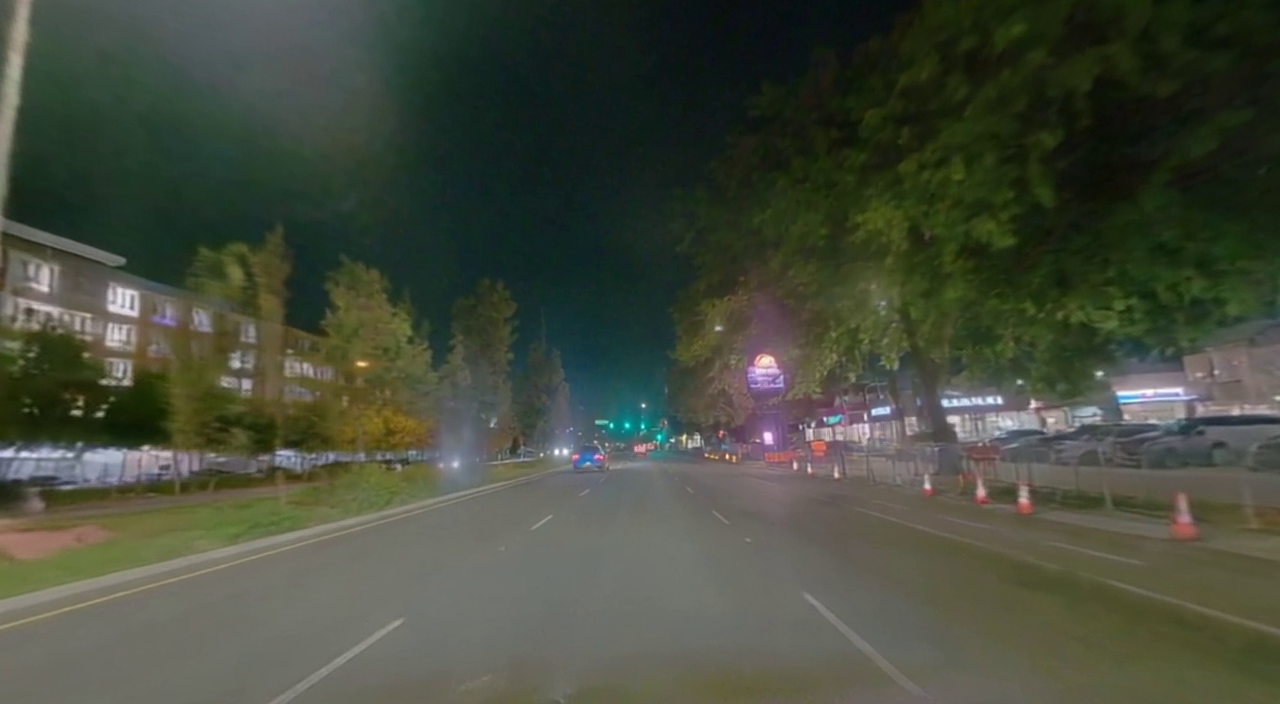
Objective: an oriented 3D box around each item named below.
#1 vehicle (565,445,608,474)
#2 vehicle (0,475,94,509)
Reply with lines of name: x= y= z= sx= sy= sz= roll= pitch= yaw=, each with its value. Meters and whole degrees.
vehicle: x=-2.831 y=5.808 z=34.333 sx=1.926 sy=1.442 sz=4.231 roll=0 pitch=-9 yaw=1
vehicle: x=-30.101 y=6.952 z=31.389 sx=4.171 sy=1.450 sz=1.855 roll=8 pitch=-12 yaw=-43
